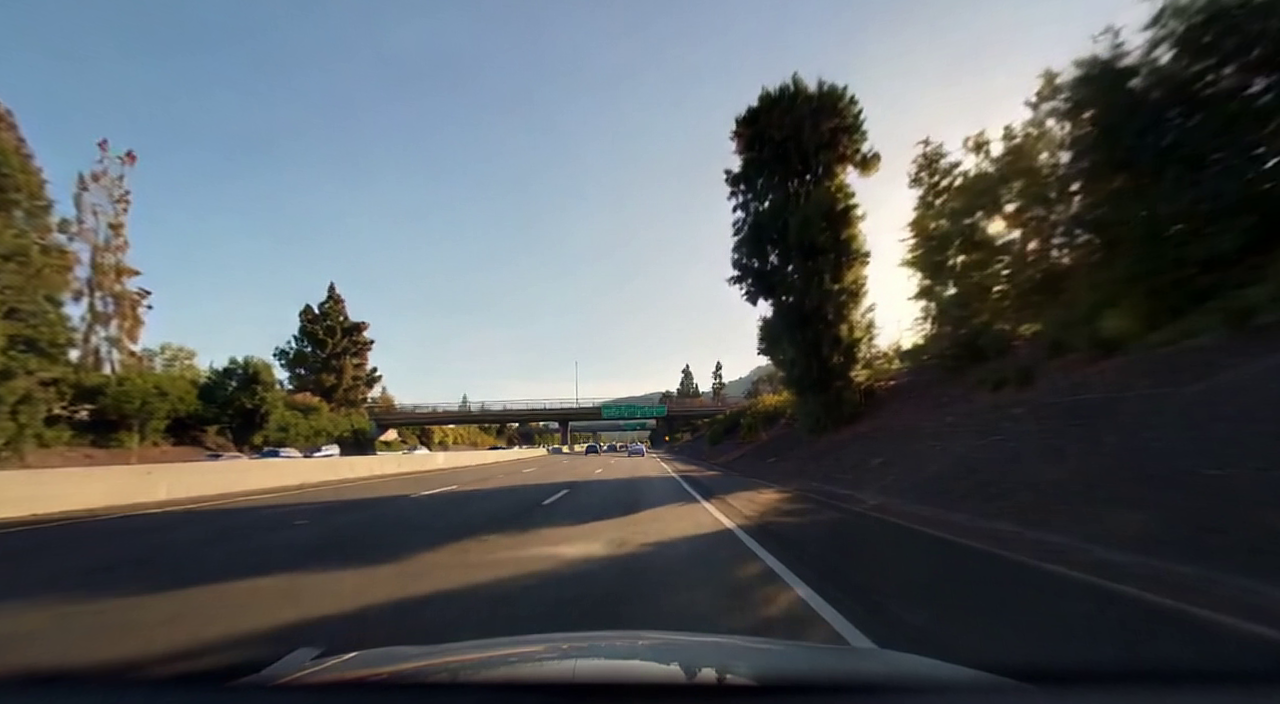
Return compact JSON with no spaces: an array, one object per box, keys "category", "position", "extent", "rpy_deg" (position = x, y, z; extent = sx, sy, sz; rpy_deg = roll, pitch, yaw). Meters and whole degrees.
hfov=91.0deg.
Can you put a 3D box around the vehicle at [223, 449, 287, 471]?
[{"category":"vehicle","position":[-28.504,8.002,46.838],"extent":[1.857,1.518,4.503],"rpy_deg":[0,-9,1]}]
